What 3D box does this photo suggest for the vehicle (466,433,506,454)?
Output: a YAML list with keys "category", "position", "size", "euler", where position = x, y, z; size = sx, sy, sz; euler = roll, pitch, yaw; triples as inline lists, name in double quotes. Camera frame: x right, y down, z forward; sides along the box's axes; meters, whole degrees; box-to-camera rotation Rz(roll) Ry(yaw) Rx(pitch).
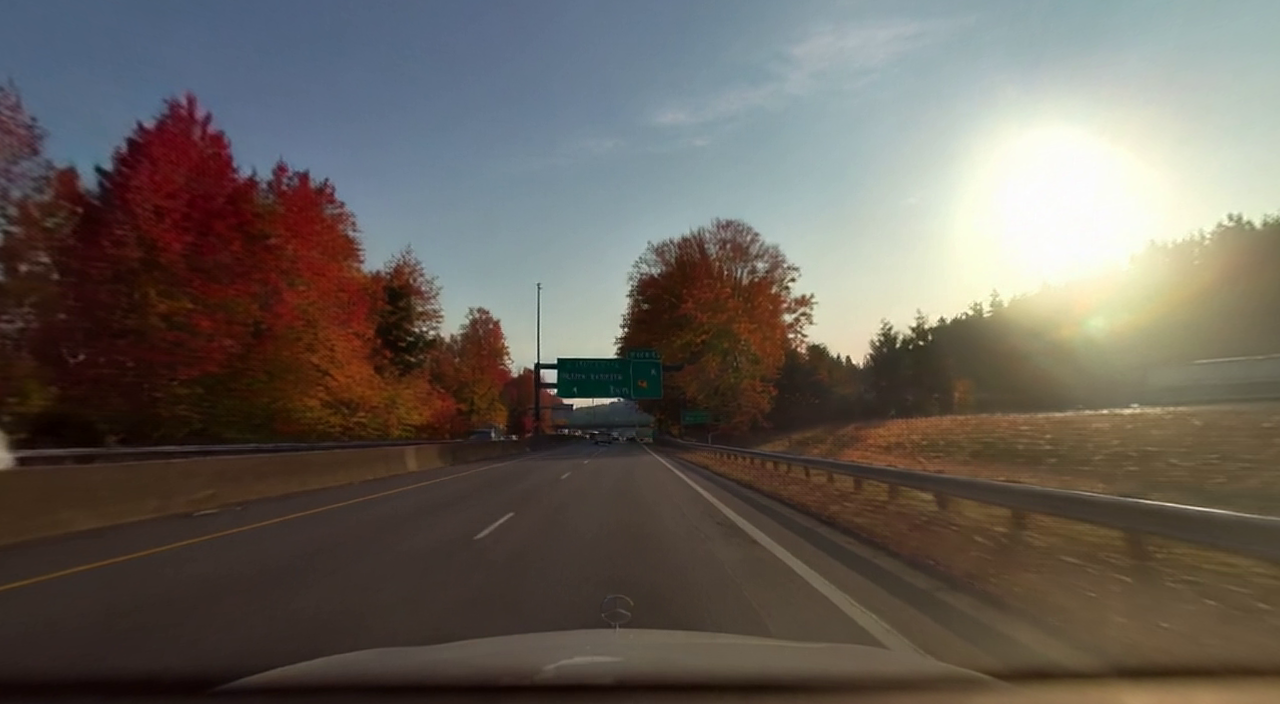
- category: "vehicle"
  position: [-12.060, 7.190, 49.420]
  size: [2.019, 1.587, 4.564]
  euler: [0, -8, 0]
